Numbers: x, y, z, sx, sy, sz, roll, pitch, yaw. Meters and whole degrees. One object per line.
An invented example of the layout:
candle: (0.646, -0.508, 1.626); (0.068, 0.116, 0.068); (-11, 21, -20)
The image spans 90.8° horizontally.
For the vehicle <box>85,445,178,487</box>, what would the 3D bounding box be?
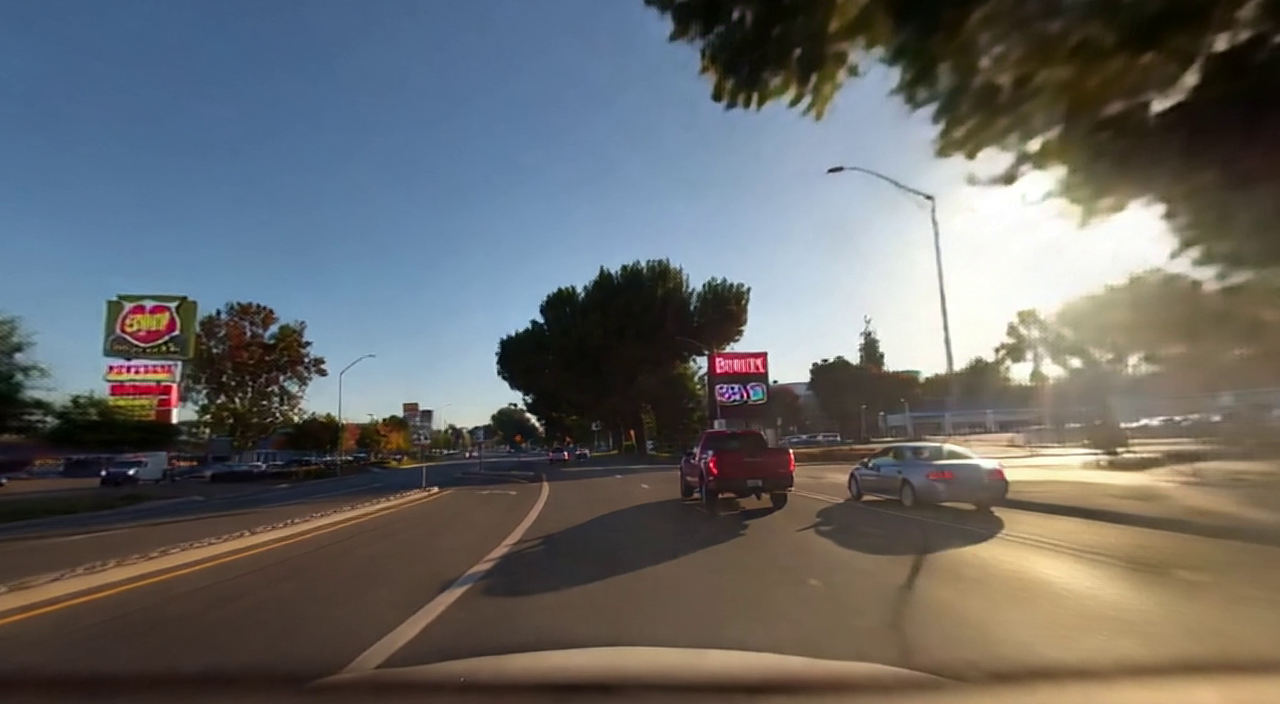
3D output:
vehicle: (-34.162, 7.610, 42.704); (2.217, 2.629, 5.839); (1, -9, -11)

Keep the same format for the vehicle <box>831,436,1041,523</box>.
vehicle: (5.791, 2.522, 13.105); (1.986, 1.480, 4.296); (0, -9, -5)

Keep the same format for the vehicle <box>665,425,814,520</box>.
vehicle: (1.976, 2.637, 14.457); (2.214, 1.749, 4.998); (0, -9, -5)
